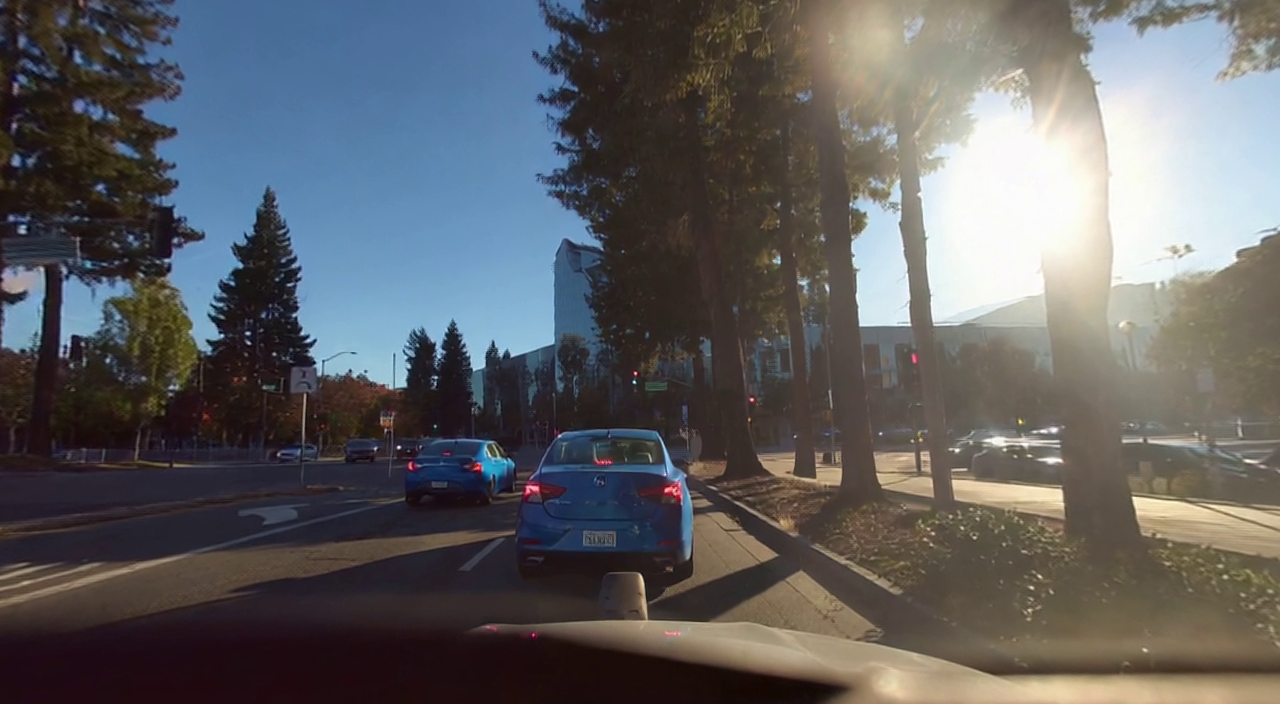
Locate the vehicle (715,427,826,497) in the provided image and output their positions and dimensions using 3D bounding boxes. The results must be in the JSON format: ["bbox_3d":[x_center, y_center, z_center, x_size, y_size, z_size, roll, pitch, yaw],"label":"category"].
[{"bbox_3d":[3.429,2.980,17.497,2.028,1.678,4.220,0,-9,-2],"label":"vehicle"}]

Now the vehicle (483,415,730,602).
[{"bbox_3d":[-0.356,1.611,7.407,2.045,1.533,4.183,0,-9,-2],"label":"vehicle"}]

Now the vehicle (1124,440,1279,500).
[{"bbox_3d":[15.189,2.998,16.258,3.951,1.418,1.842,0,-9,-3],"label":"vehicle"}]

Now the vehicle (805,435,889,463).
[{"bbox_3d":[12.482,5.887,38.238,4.419,1.619,1.894,1,-9,-8],"label":"vehicle"}]

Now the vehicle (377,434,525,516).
[{"bbox_3d":[-3.752,2.500,13.299,1.998,1.452,3.773,0,-9,-1],"label":"vehicle"}]
